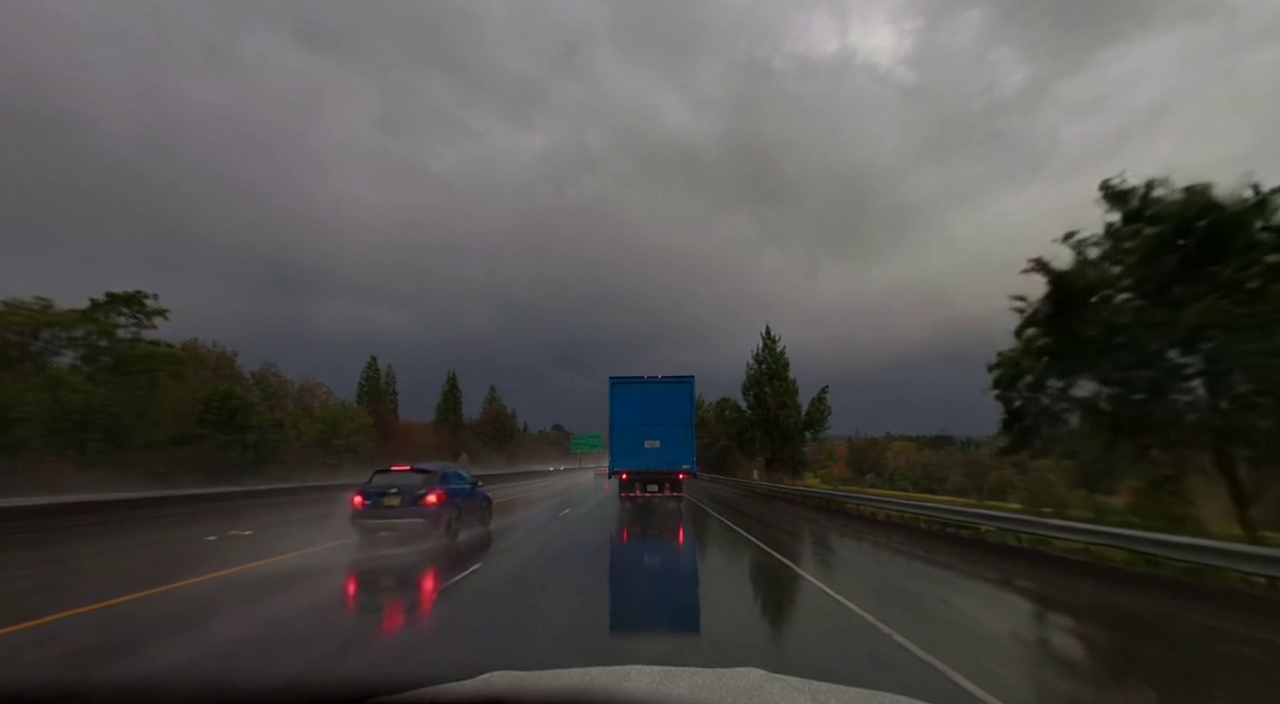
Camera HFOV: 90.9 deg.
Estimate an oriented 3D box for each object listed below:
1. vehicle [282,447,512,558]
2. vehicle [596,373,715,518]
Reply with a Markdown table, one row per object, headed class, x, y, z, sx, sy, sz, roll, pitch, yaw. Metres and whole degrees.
| class | x | y | z | sx | sy | sz | roll | pitch | yaw |
| --- | --- | --- | --- | --- | --- | --- | --- | --- | --- |
| vehicle | -3.880 | 2.534 | 11.214 | 2.079 | 1.506 | 4.821 | 0 | -10 | 1 |
| vehicle | 0.422 | 3.224 | 20.958 | 3.008 | 3.678 | 9.512 | 1 | -10 | 0 |
